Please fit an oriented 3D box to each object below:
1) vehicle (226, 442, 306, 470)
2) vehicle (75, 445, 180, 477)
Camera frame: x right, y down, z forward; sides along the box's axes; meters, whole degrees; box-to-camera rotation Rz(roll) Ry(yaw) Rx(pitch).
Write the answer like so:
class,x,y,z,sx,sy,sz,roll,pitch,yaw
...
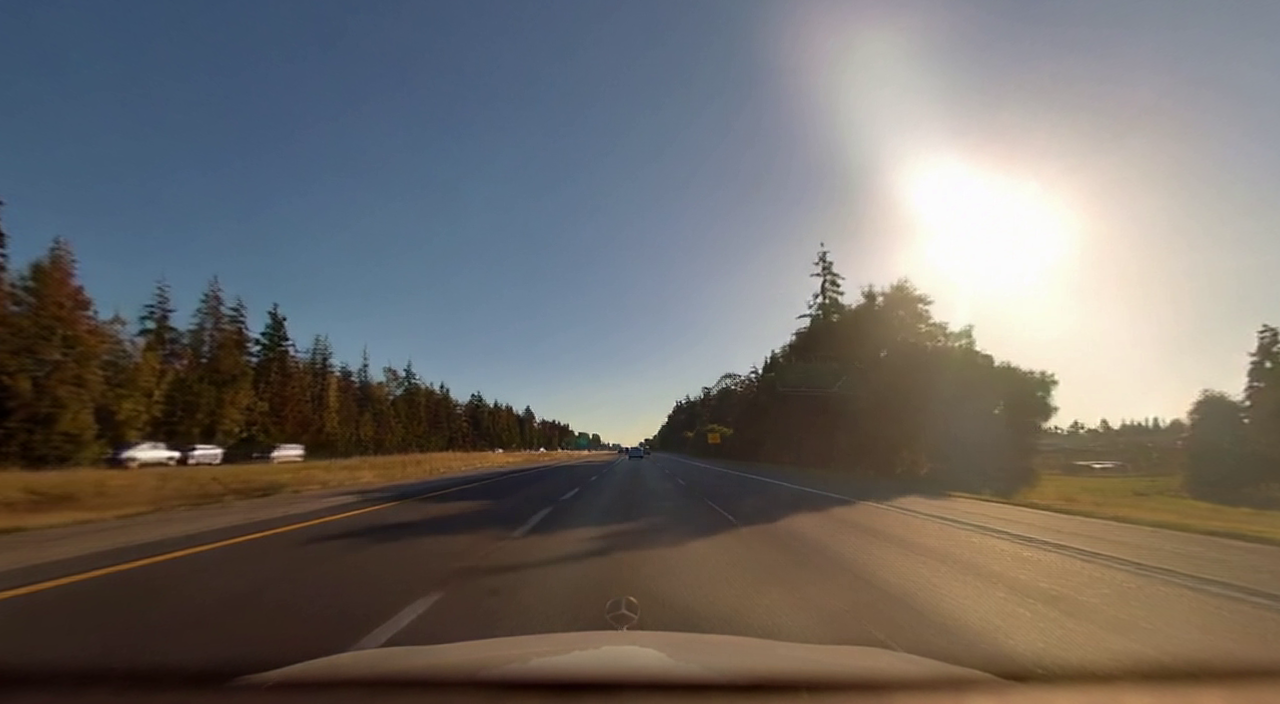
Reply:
class,x,y,z,sx,sy,sz,roll,pitch,yaw
vehicle,-28.654,7.961,48.719,2.415,2.004,6.194,0,-9,0
vehicle,-32.439,6.898,40.258,2.134,1.887,5.345,0,-9,0
